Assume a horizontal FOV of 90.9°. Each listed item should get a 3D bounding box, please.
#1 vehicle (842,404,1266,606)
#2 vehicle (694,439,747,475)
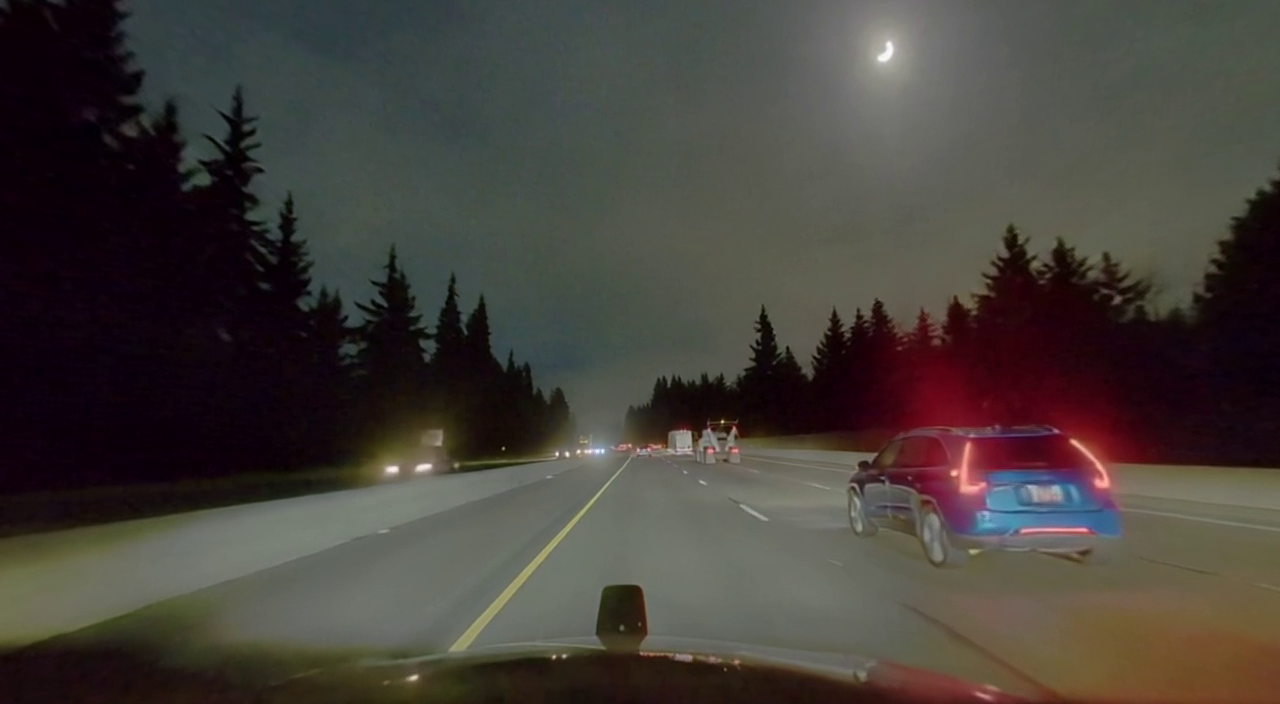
[{"bbox_3d":[3.987,1.541,7.135,2.005,1.604,4.002,0,-9,-1],"label":"vehicle"},{"bbox_3d":[3.956,5.223,31.557,2.022,1.658,4.132,0,-9,-1],"label":"vehicle"}]
